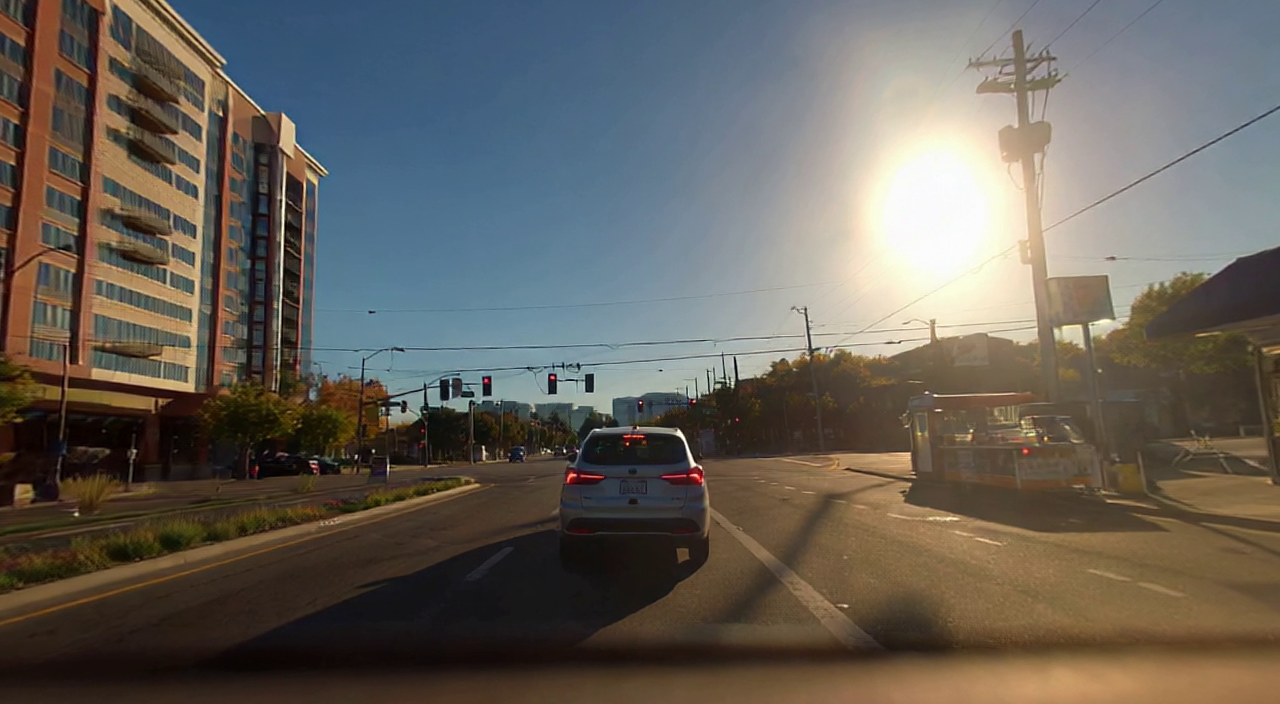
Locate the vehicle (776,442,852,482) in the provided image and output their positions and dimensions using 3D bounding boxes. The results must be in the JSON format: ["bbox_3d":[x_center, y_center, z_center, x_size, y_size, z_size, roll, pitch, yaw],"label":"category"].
[{"bbox_3d":[6.863,4.379,25.273,1.833,1.452,4.237,0,-9,0],"label":"vehicle"}]

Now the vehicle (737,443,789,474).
[{"bbox_3d":[6.274,5.457,32.642,1.961,1.477,4.454,0,-9,2],"label":"vehicle"}]

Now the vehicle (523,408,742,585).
[{"bbox_3d":[-0.058,1.696,8.123,2.115,1.700,3.901,0,-8,1],"label":"vehicle"}]
